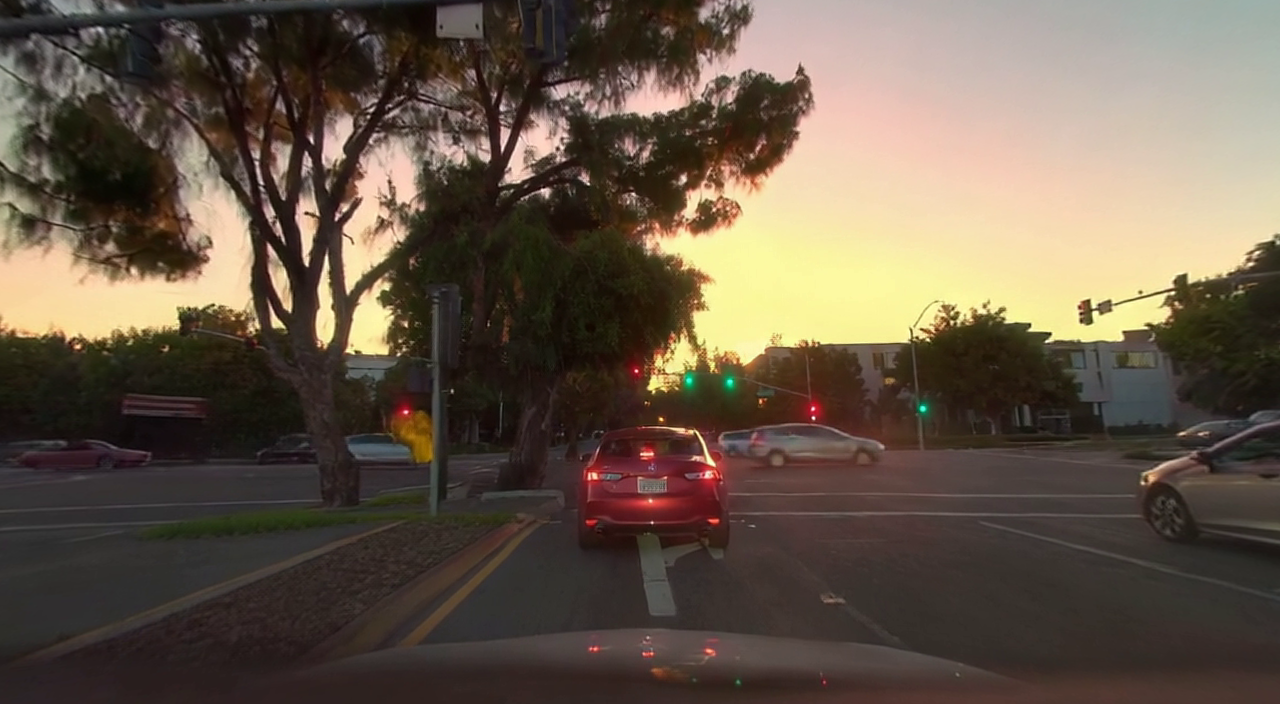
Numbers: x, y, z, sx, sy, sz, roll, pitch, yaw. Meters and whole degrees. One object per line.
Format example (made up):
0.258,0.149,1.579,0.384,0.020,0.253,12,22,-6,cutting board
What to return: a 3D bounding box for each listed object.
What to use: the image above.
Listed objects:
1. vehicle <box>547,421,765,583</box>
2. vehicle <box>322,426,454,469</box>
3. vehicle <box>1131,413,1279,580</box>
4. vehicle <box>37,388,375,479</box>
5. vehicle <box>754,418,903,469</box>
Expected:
0.108,1.689,7.882,2.041,1.485,3.813,0,-8,-1,vehicle
-10.833,4.138,27.362,4.833,1.784,2.027,0,-8,1,vehicle
7.070,1.316,5.613,1.901,1.577,4.348,0,-8,1,vehicle
-15.925,3.102,23.749,10.544,3.126,2.909,-1,-8,1,vehicle
6.932,3.434,23.652,4.921,1.757,2.036,0,-8,1,vehicle
